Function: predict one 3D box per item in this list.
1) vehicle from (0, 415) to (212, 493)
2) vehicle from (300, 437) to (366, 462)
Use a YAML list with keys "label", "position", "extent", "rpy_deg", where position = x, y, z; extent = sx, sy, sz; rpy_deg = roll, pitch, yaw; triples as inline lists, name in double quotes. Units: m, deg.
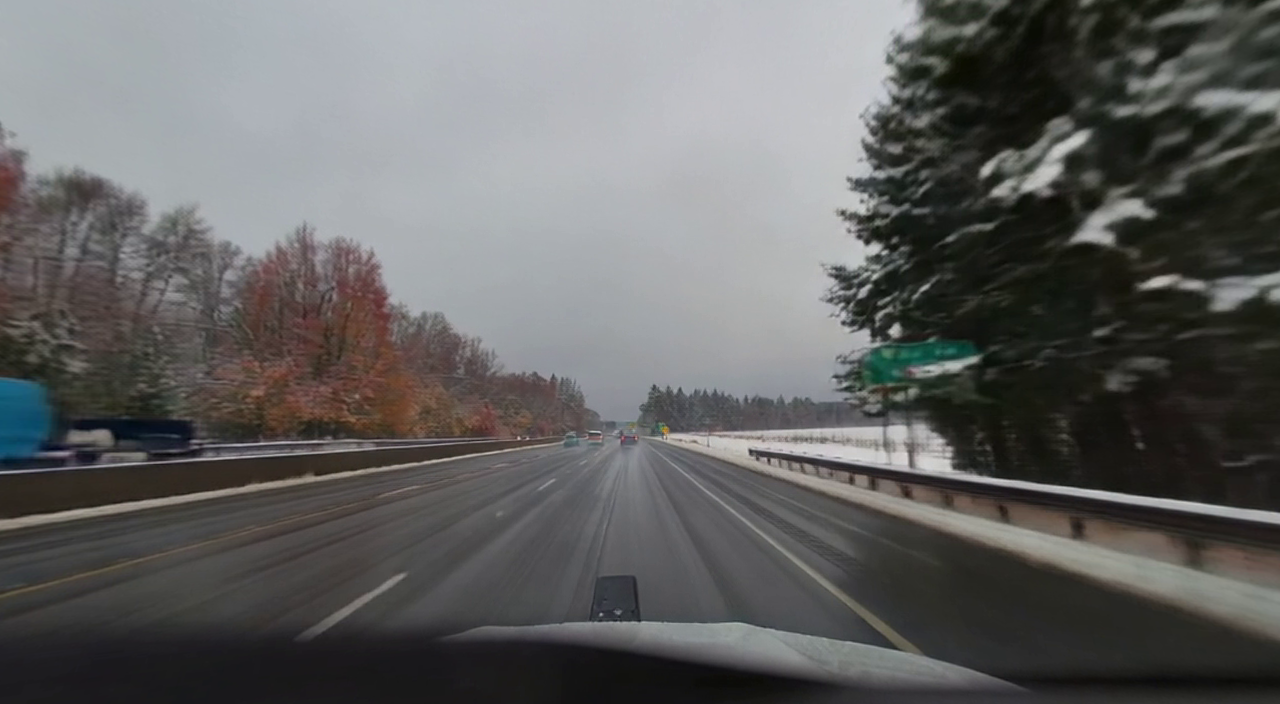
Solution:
- label: "vehicle"
  position: [-25.071, 4.416, 28.070]
  extent: [2.823, 2.845, 13.346]
  rpy_deg: [0, -8, -1]
- label: "vehicle"
  position: [-20.916, 6.636, 43.063]
  extent: [2.053, 1.552, 4.961]
  rpy_deg: [0, -8, 0]
